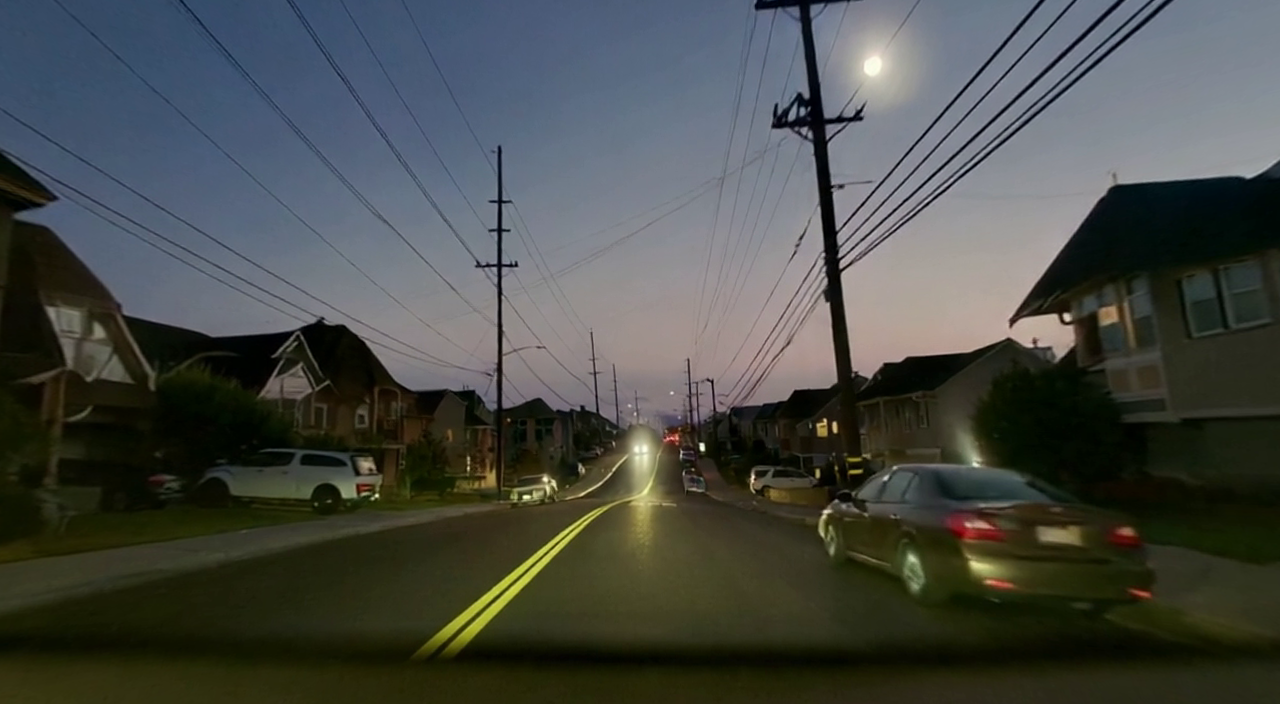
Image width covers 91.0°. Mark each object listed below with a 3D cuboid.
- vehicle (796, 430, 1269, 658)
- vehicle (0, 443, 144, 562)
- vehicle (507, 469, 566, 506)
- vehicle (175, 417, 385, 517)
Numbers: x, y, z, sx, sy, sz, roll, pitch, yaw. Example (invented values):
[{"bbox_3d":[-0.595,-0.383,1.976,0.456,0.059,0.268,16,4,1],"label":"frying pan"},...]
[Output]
[{"bbox_3d":[3.190,1.692,6.468,1.945,1.500,4.363,0,-11,-1],"label":"vehicle"},{"bbox_3d":[-11.415,2.585,11.518,4.526,1.806,2.043,-5,-9,31],"label":"vehicle"},{"bbox_3d":[-5.477,7.281,33.909,2.156,1.764,4.410,-3,-12,4],"label":"vehicle"},{"bbox_3d":[-12.115,4.019,21.615,5.503,2.906,2.584,-3,-15,1],"label":"vehicle"}]
